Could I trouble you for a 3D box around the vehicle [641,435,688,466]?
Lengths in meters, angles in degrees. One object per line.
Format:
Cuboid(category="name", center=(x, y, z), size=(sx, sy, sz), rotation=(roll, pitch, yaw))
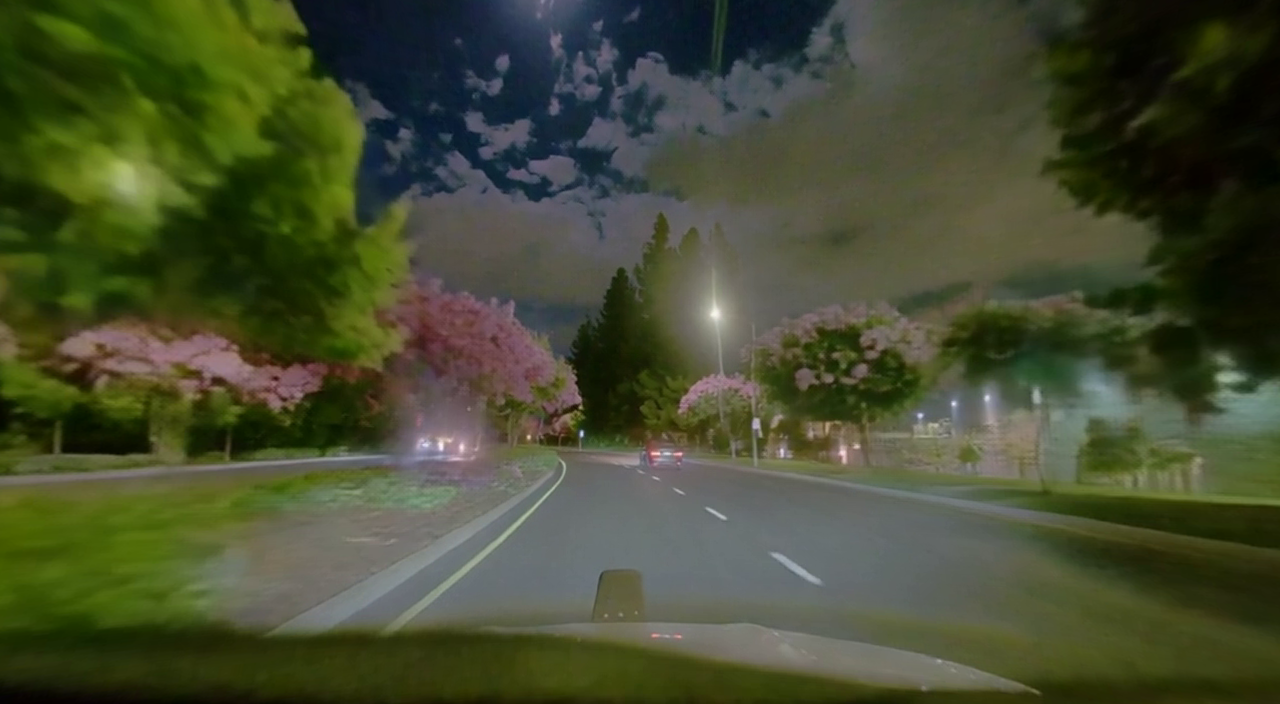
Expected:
Cuboid(category="vehicle", center=(1.482, 6.214, 39.793), size=(2.166, 1.828, 4.607), rotation=(1, -9, -8))
